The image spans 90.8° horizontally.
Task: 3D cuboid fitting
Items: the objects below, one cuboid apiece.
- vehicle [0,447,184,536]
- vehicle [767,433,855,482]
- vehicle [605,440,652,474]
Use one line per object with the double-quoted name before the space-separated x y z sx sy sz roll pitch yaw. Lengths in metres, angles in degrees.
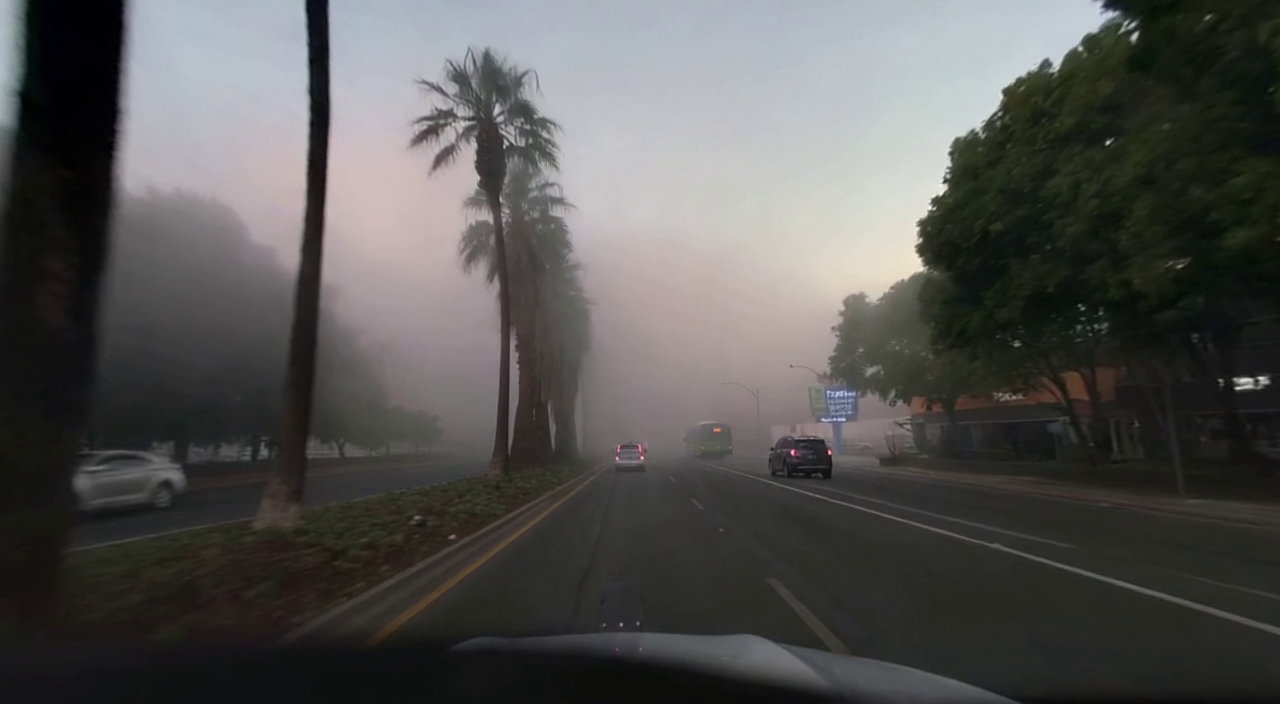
"vehicle" -11.734 2.648 12.575 1.925 1.488 4.485 0 -9 0
"vehicle" 6.287 3.926 23.716 2.031 1.670 4.154 0 -9 -1
"vehicle" -0.485 4.890 29.619 2.065 1.477 4.306 0 -9 0
